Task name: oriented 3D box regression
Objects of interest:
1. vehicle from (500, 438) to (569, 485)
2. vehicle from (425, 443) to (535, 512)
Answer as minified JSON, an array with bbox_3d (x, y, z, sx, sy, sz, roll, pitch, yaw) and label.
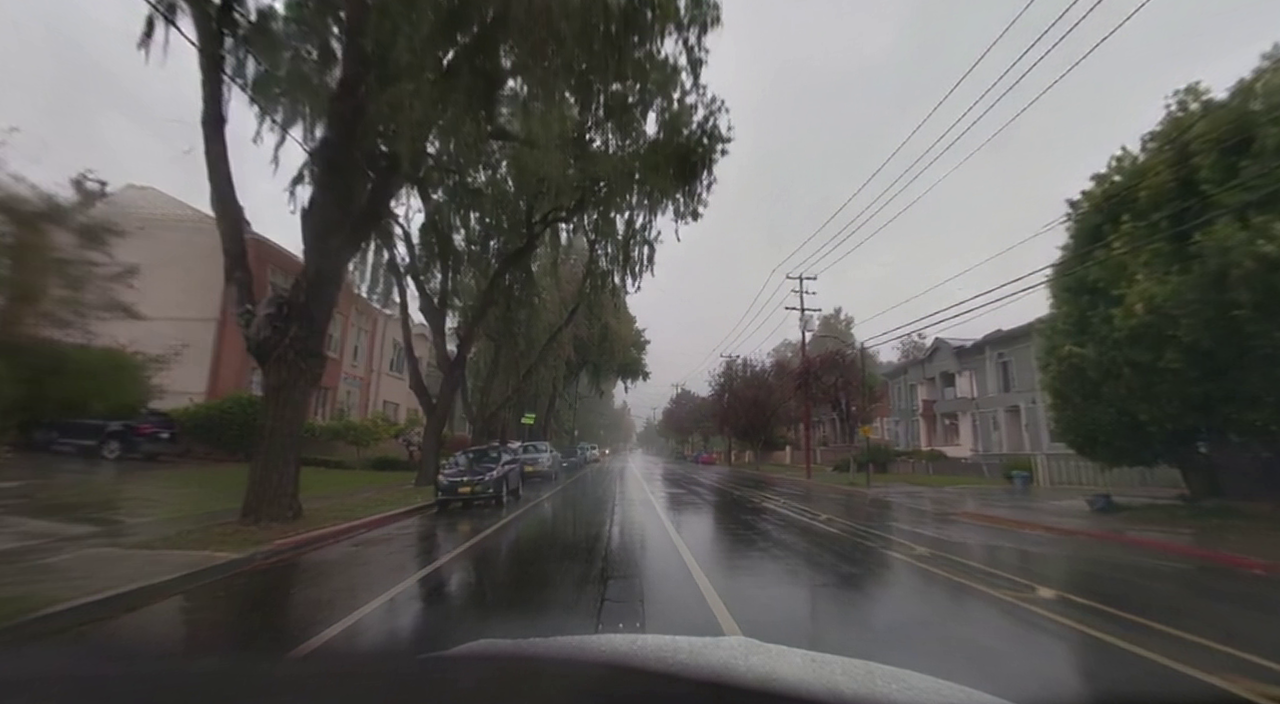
[{"bbox_3d":[-4.637,4.933,28.698,2.189,1.887,5.616,0,-9,-1],"label":"vehicle"},{"bbox_3d":[-4.039,3.216,16.769,1.825,1.542,4.715,0,-9,-2],"label":"vehicle"}]
